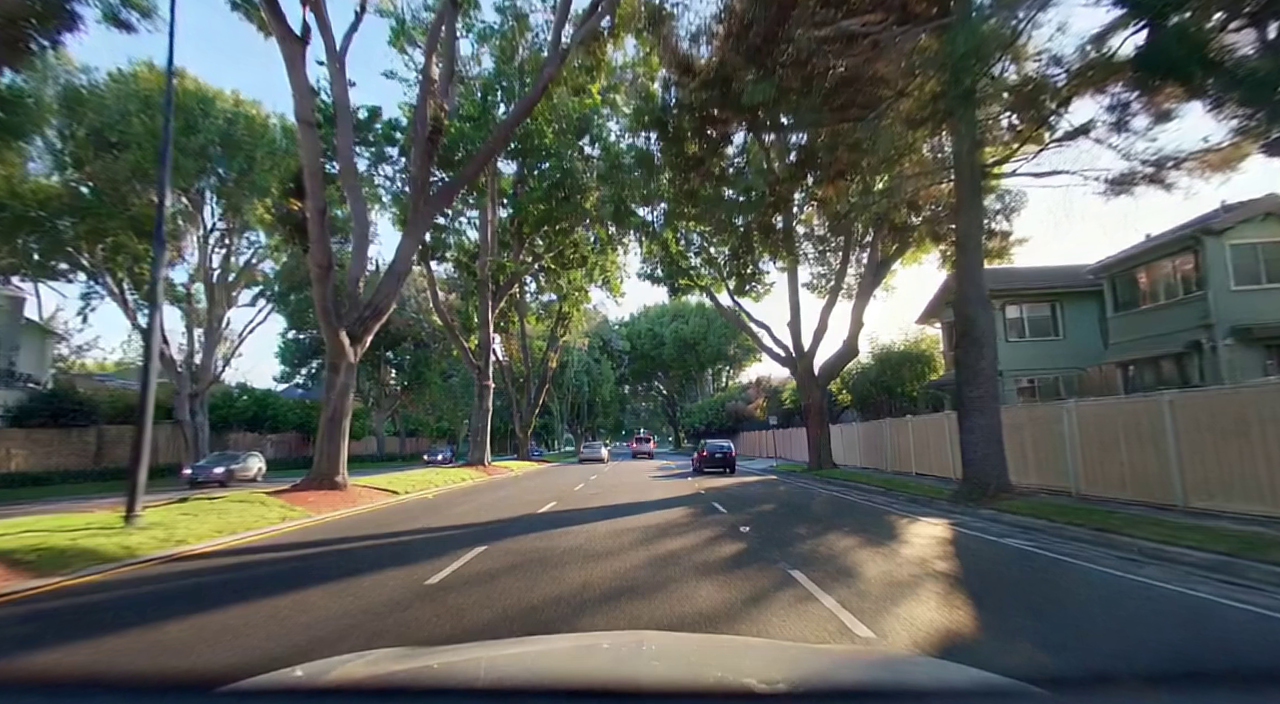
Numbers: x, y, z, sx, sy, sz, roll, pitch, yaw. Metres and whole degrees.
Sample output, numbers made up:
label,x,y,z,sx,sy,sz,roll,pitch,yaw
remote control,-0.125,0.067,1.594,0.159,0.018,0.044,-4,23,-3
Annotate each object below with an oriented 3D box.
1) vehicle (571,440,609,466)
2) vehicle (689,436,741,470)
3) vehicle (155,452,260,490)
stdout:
label,x,y,z,sx,sy,sz,roll,pitch,yaw
vehicle,-3.051,6.228,38.988,1.940,1.473,4.133,0,-8,1
vehicle,3.925,5.373,33.658,2.182,1.688,4.187,0,-8,-1
vehicle,-20.802,5.720,30.594,1.902,1.640,4.496,0,-8,0
